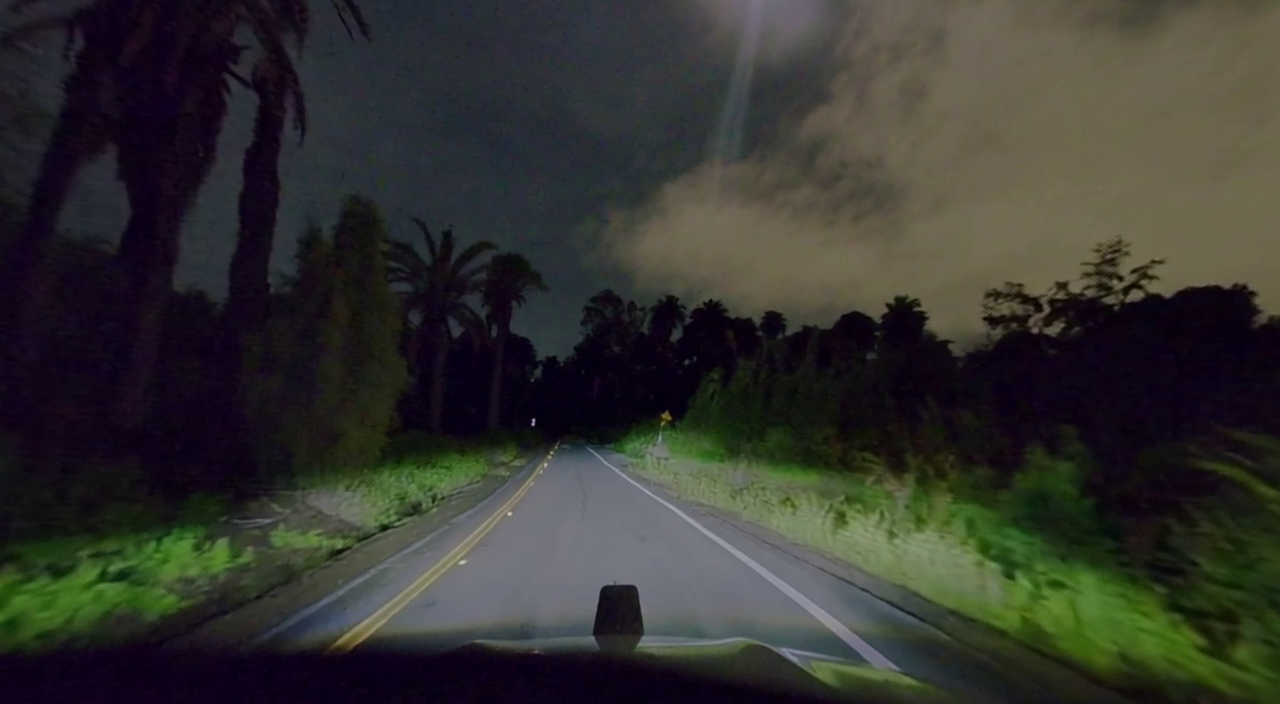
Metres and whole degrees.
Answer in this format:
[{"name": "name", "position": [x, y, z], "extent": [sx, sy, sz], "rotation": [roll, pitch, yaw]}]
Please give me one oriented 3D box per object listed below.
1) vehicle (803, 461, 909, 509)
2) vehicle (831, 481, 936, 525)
[{"name": "vehicle", "position": [10.276, 6.381, 30.317], "extent": [4.547, 1.929, 2.008], "rotation": [-5, -8, 17]}, {"name": "vehicle", "position": [10.522, 6.536, 27.532], "extent": [3.934, 1.414, 1.895], "rotation": [4, -11, 9]}]
